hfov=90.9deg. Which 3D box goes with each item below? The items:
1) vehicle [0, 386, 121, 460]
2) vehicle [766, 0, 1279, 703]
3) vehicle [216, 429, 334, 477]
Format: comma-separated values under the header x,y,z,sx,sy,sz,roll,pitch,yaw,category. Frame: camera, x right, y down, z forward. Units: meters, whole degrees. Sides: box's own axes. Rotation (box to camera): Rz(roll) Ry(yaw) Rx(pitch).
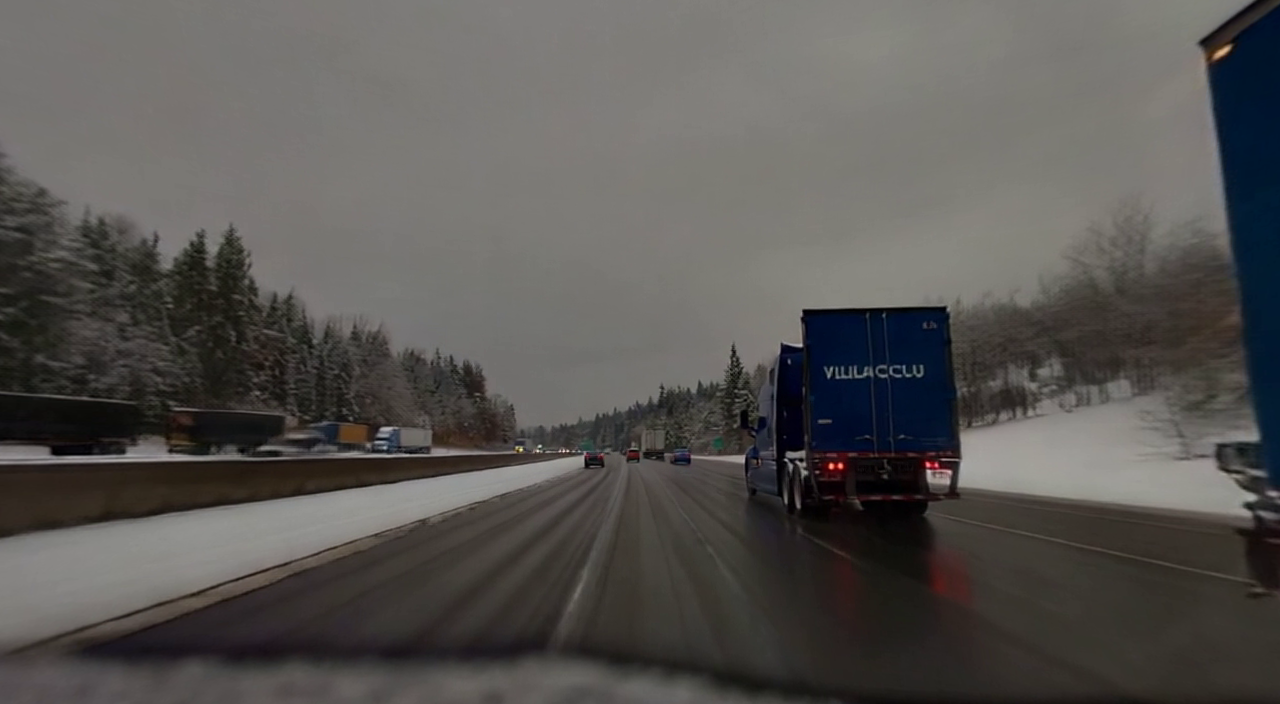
x,y,z,sx,sy,sz,roll,pitch,yaw,category
-36.832,3.984,35.282,2.867,4.022,14.159,0,-9,3,vehicle
4.401,0.404,6.961,2.847,4.075,14.244,0,-9,-1,vehicle
-16.145,4.514,28.336,2.163,1.930,5.305,0,-9,-1,vehicle
